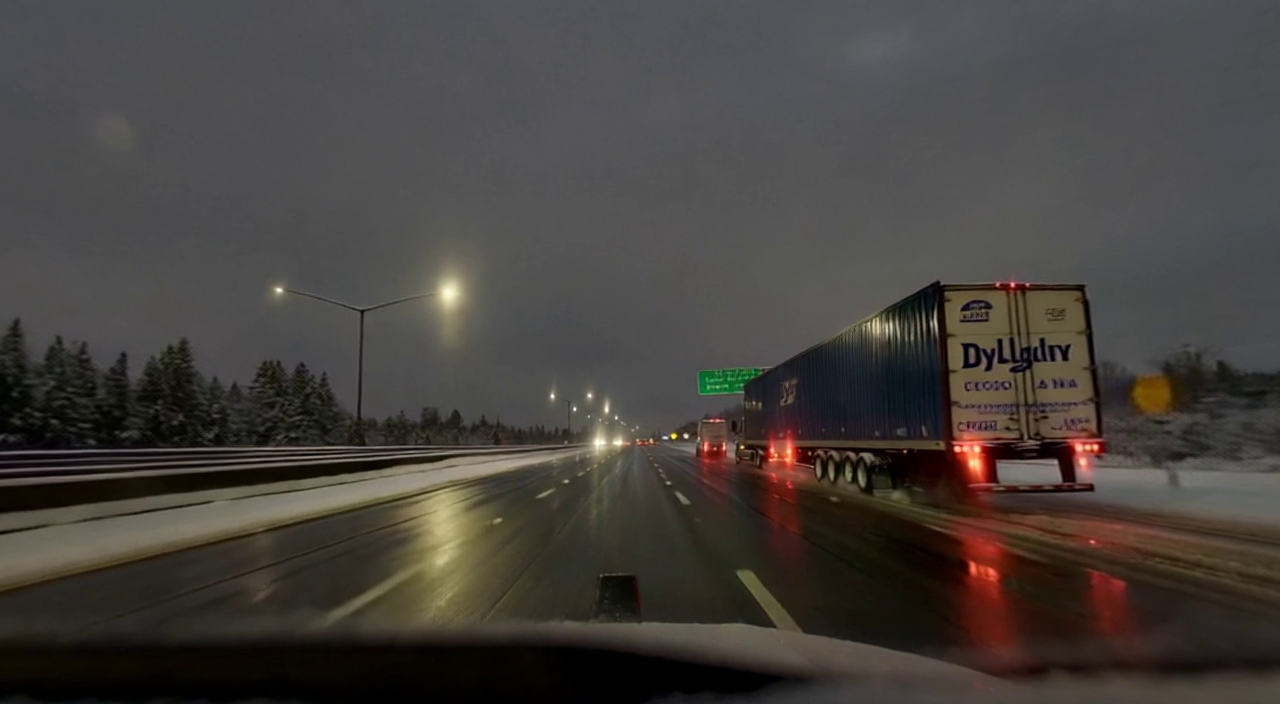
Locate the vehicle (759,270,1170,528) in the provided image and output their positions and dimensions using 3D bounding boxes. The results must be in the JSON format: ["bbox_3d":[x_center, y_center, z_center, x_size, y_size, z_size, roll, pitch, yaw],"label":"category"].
[{"bbox_3d":[6.400,1.842,17.718,2.962,3.947,16.241,0,-8,0],"label":"vehicle"}]
